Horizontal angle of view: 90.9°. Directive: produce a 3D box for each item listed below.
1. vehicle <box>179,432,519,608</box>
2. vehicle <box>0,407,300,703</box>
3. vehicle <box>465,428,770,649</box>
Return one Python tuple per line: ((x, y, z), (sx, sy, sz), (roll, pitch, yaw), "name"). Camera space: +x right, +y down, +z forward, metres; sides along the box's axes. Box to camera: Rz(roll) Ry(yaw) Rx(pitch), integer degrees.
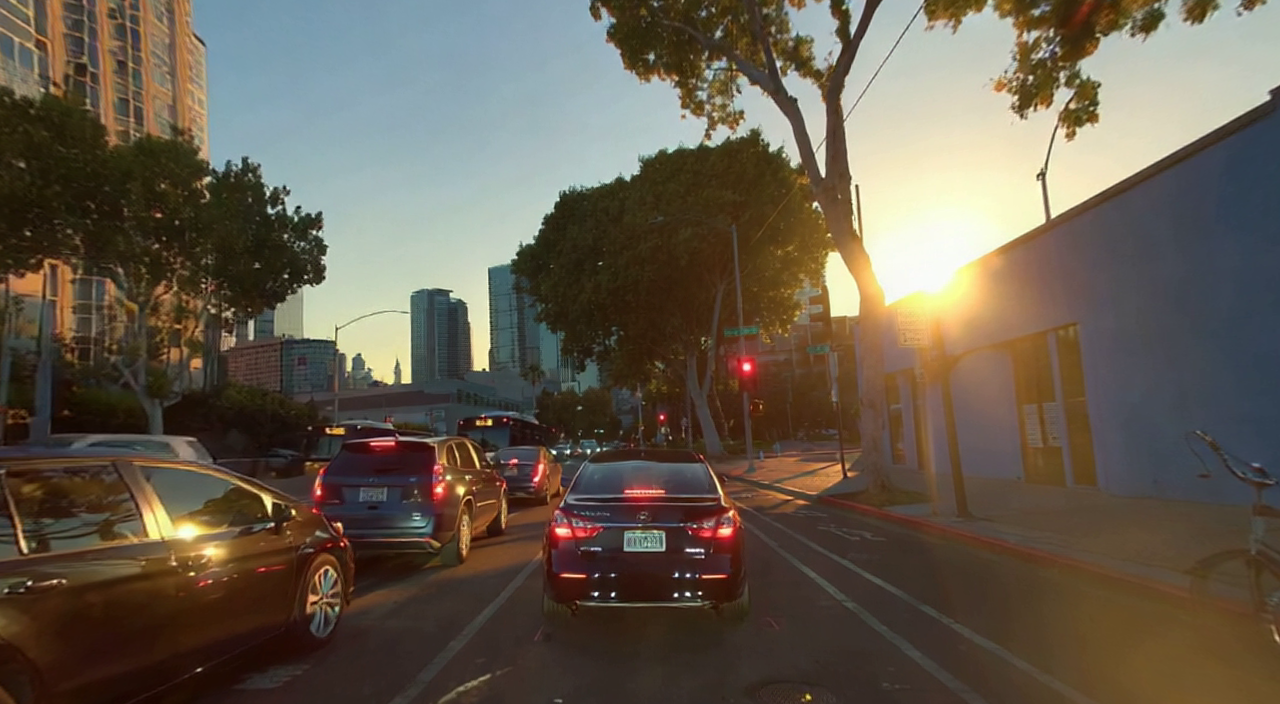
((-2.915, 1.760, 7.632), (1.944, 1.481, 4.385), (0, -8, 1), "vehicle")
((-3.165, 0.873, 1.723), (1.867, 1.486, 4.452), (0, -8, 2), "vehicle")
((-0.136, 1.527, 6.167), (2.031, 1.461, 3.763), (0, -8, 0), "vehicle")
